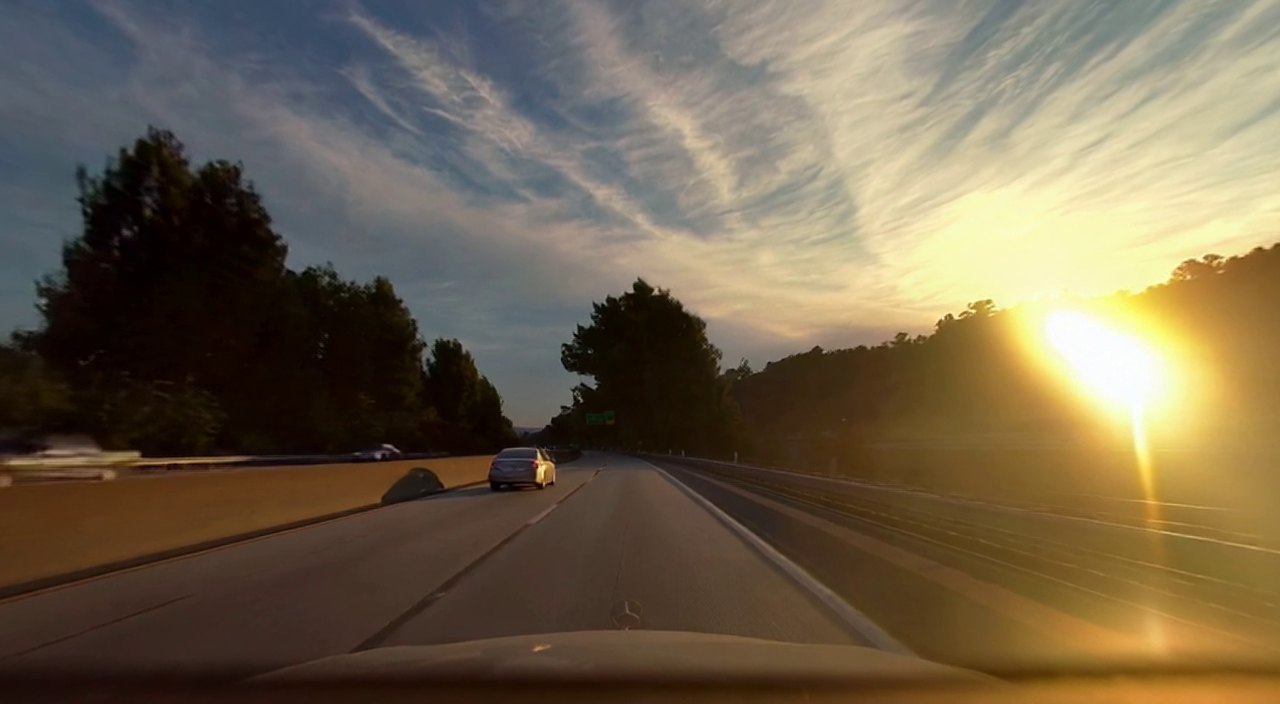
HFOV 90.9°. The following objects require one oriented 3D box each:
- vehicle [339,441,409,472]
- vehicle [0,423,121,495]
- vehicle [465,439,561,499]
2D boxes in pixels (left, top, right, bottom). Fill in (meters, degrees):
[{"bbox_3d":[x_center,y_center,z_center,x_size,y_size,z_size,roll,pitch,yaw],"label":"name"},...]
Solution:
[{"bbox_3d":[-13.755,5.426,32.839,1.862,1.462,4.426,0,-9,-2],"label":"vehicle"},{"bbox_3d":[-15.460,2.545,15.077,2.094,1.604,4.645,0,-9,0],"label":"vehicle"},{"bbox_3d":[-3.567,3.371,18.458,1.990,1.532,3.911,0,-9,0],"label":"vehicle"}]
